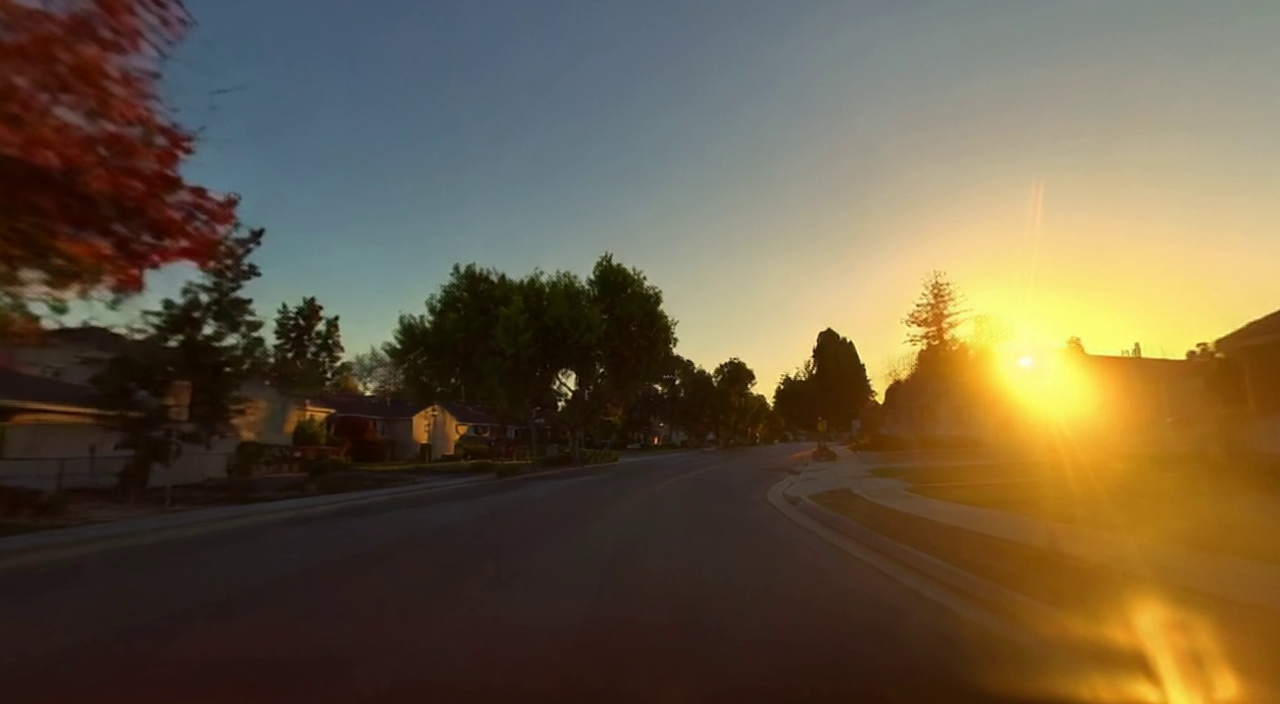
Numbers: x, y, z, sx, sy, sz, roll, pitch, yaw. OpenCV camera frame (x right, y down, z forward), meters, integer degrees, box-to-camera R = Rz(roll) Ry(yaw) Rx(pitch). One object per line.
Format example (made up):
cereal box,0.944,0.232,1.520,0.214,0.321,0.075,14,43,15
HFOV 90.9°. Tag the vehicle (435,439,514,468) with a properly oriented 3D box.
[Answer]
vehicle,-10.049,6.163,38.456,4.485,1.663,2.111,2,-9,-13
